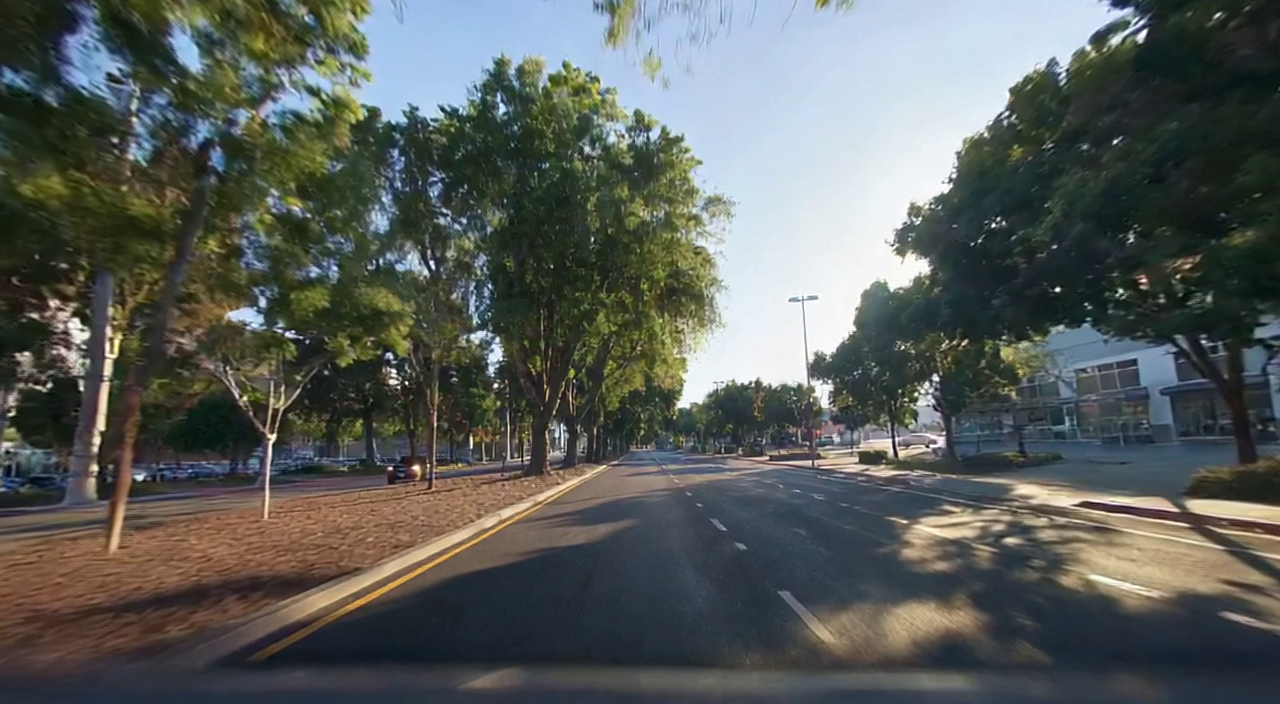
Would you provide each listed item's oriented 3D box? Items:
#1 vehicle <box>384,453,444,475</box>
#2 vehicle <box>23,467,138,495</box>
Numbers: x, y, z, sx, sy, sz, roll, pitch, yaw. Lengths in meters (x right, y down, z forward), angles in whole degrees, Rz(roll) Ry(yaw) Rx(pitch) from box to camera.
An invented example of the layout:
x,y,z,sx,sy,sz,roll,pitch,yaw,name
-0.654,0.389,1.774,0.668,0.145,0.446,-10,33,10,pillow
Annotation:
x,y,z,sx,sy,sz,roll,pitch,yaw,name
-17.510,8.629,48.681,5.184,1.494,2.129,-8,-12,43,vehicle
-31.654,7.310,35.747,4.706,1.460,1.994,0,-8,3,vehicle
